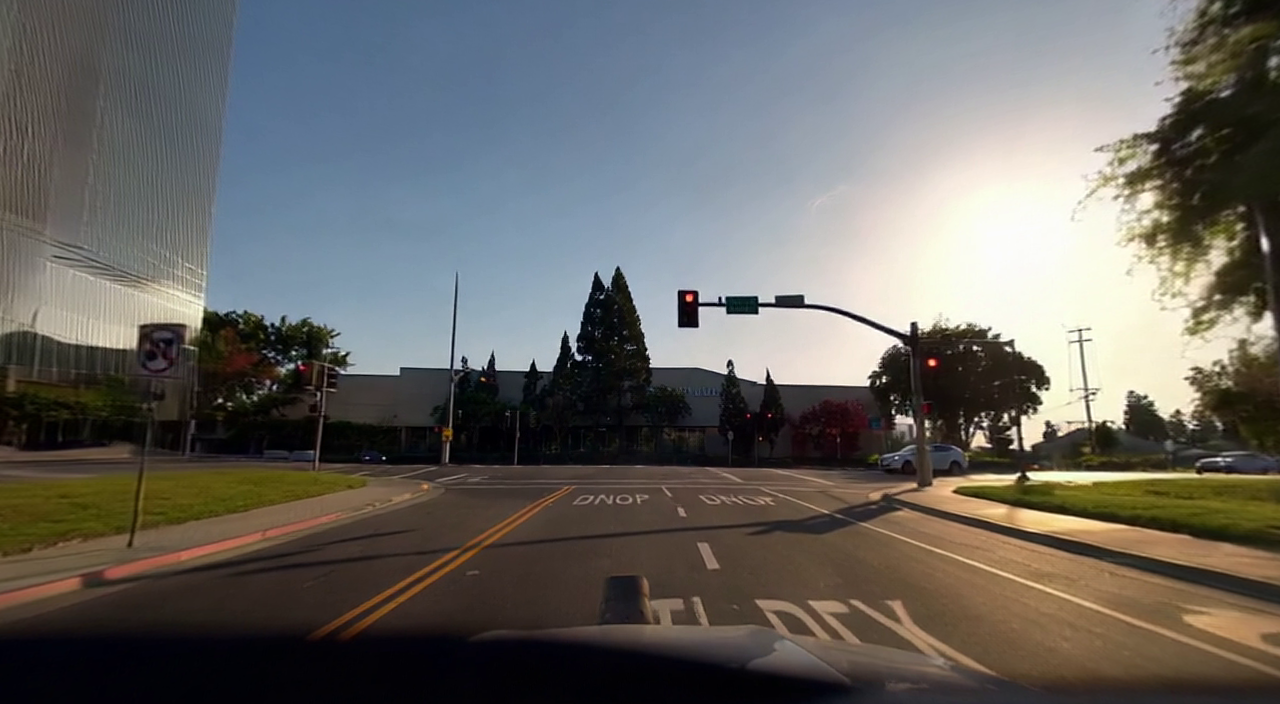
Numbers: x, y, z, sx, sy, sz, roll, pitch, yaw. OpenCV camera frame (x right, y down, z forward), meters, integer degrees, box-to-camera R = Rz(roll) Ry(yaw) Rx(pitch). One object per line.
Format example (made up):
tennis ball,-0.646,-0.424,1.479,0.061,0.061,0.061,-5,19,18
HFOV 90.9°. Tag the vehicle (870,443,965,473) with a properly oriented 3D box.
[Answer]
vehicle,16.454,6.288,37.541,4.715,1.671,2.030,0,-8,0
